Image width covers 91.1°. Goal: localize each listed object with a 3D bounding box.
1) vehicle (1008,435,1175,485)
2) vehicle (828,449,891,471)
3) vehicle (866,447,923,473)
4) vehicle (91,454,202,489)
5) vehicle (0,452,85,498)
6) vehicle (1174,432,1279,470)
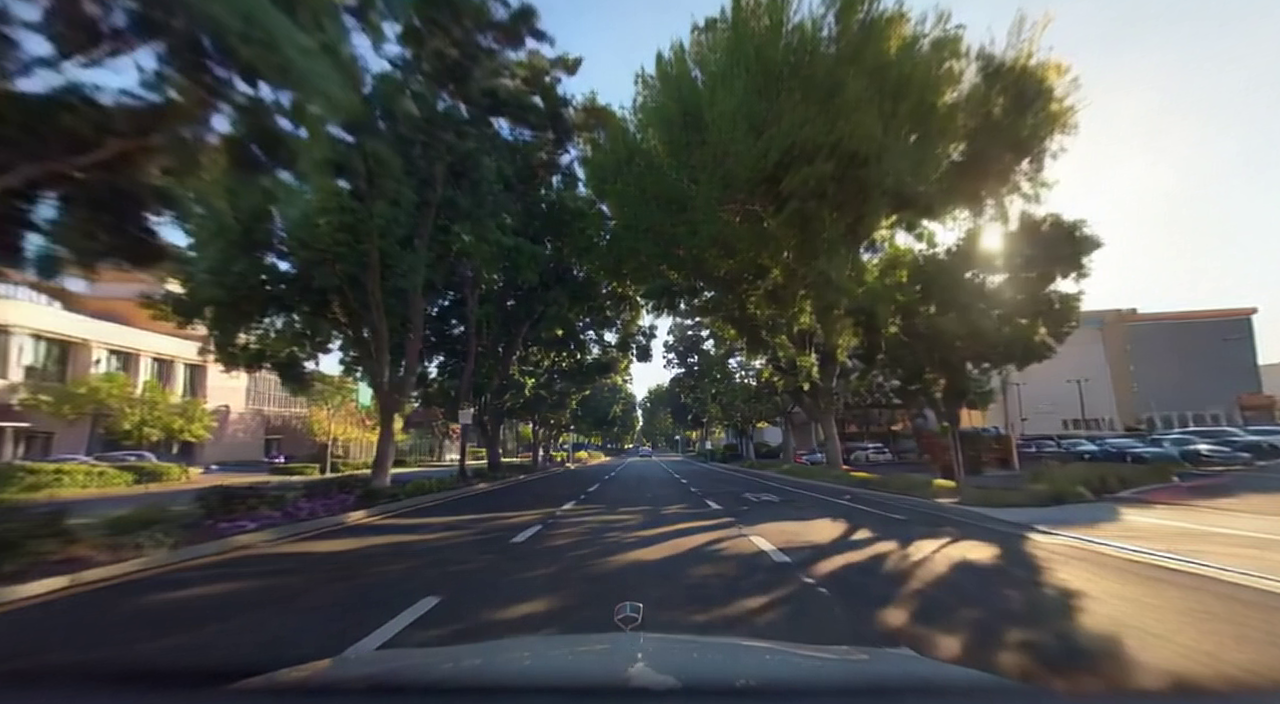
[{"bbox_3d":[17.080,4.084,23.938,4.720,1.769,2.229,1,-9,-6],"label":"vehicle"},{"bbox_3d":[16.941,8.278,48.439,4.313,1.584,2.282,5,-10,-29],"label":"vehicle"},{"bbox_3d":[18.943,7.976,46.627,3.754,1.844,2.002,5,-11,-32],"label":"vehicle"},{"bbox_3d":[-29.029,7.016,37.260,2.199,1.859,5.442,0,-9,-1],"label":"vehicle"},{"bbox_3d":[-31.319,6.157,31.690,2.160,2.118,4.989,0,-9,-3],"label":"vehicle"},{"bbox_3d":[29.602,4.876,31.094,4.342,1.641,1.975,-3,-9,0],"label":"vehicle"}]
